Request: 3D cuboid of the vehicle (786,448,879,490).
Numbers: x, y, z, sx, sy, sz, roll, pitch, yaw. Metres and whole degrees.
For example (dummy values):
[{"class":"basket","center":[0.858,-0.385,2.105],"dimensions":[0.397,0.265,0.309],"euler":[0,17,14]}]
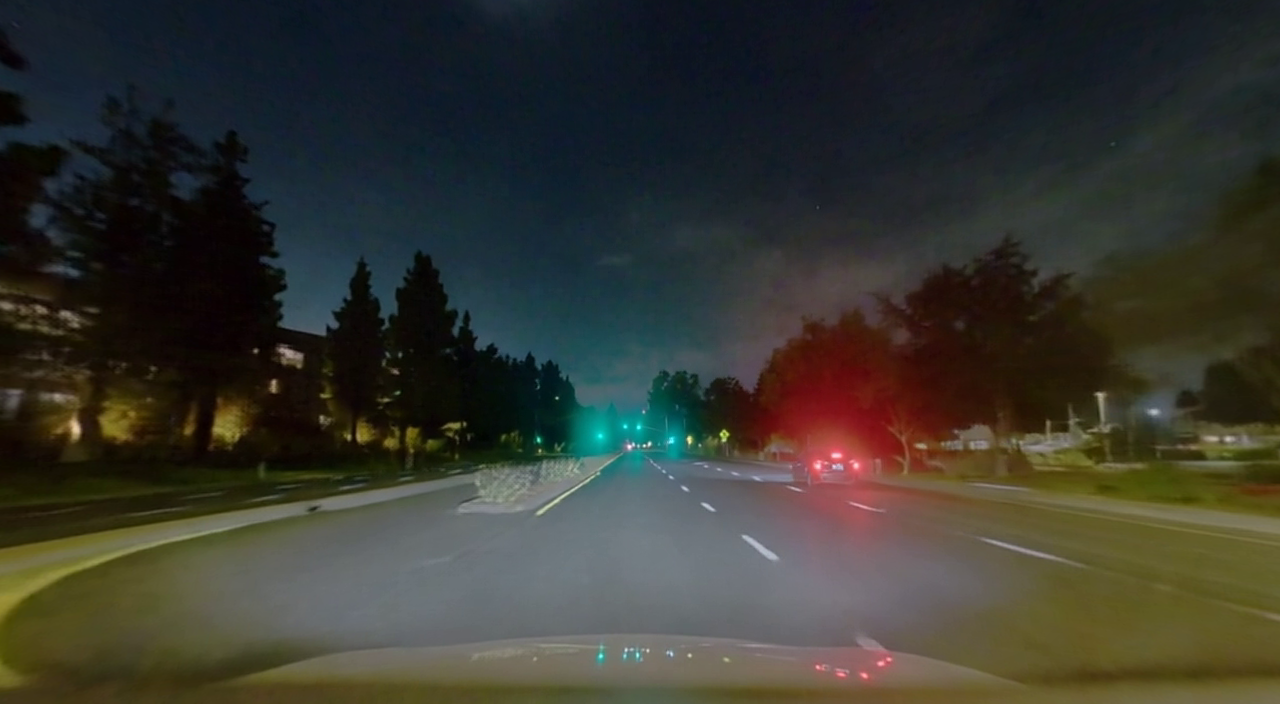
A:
[{"class":"vehicle","center":[7.264,4.437,24.246],"dimensions":[2.054,1.421,4.487],"euler":[0,-9,-1]}]
